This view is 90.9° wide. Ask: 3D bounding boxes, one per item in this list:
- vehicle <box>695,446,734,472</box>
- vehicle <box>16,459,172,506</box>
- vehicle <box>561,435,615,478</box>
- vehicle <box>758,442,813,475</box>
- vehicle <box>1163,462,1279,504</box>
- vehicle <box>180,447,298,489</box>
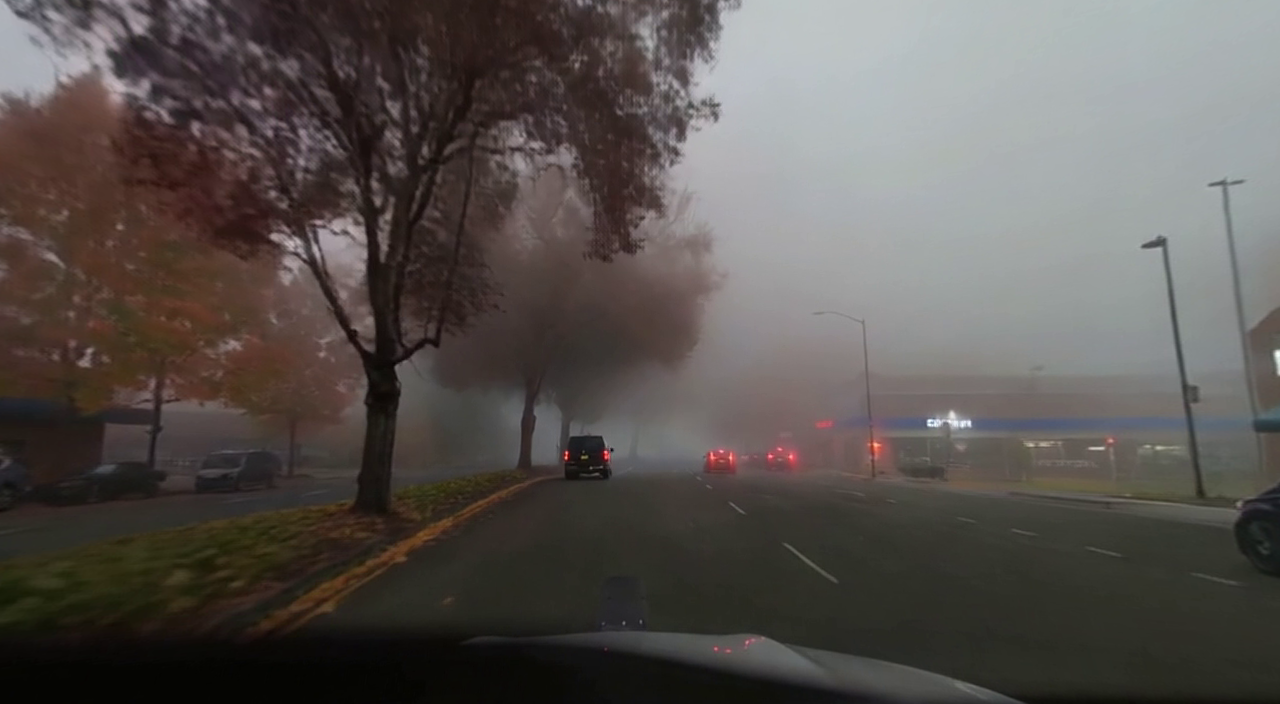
[{"bbox_3d":[4.486,6.536,38.733,1.886,1.464,4.290,0,-8,0],"label":"vehicle"},{"bbox_3d":[-18.841,4.489,22.056,1.737,1.349,4.014,0,-8,3],"label":"vehicle"},{"bbox_3d":[-2.367,4.930,30.067,2.344,1.863,4.665,0,-8,-2],"label":"vehicle"},{"bbox_3d":[8.086,5.937,35.475,2.040,1.738,4.414,0,-8,0],"label":"vehicle"},{"bbox_3d":[28.022,6.047,29.262,5.680,1.772,2.071,0,-8,-2],"label":"vehicle"},{"bbox_3d":[-18.781,5.407,29.924,1.914,1.785,5.408,0,-8,2],"label":"vehicle"}]
